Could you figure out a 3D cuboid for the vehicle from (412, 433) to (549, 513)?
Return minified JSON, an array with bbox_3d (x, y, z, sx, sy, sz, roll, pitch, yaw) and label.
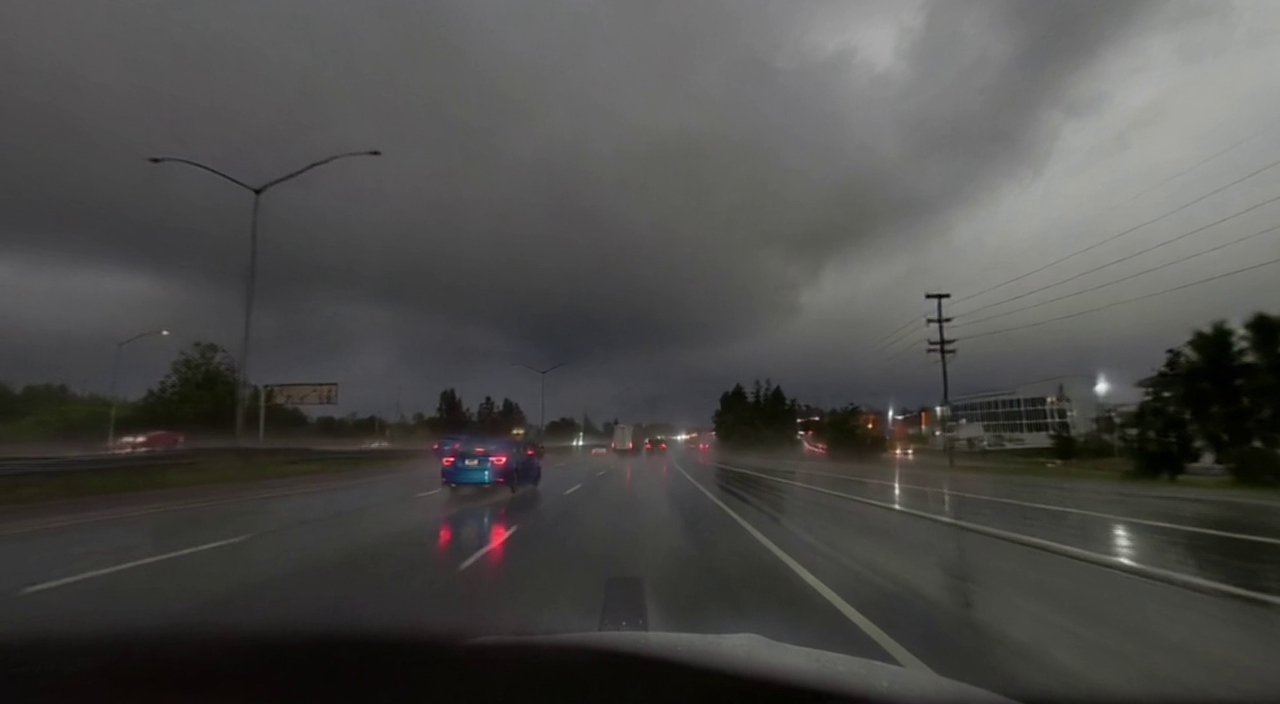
[{"bbox_3d":[-3.317,2.583,13.925,1.953,1.511,3.704,0,-8,2],"label":"vehicle"}]
